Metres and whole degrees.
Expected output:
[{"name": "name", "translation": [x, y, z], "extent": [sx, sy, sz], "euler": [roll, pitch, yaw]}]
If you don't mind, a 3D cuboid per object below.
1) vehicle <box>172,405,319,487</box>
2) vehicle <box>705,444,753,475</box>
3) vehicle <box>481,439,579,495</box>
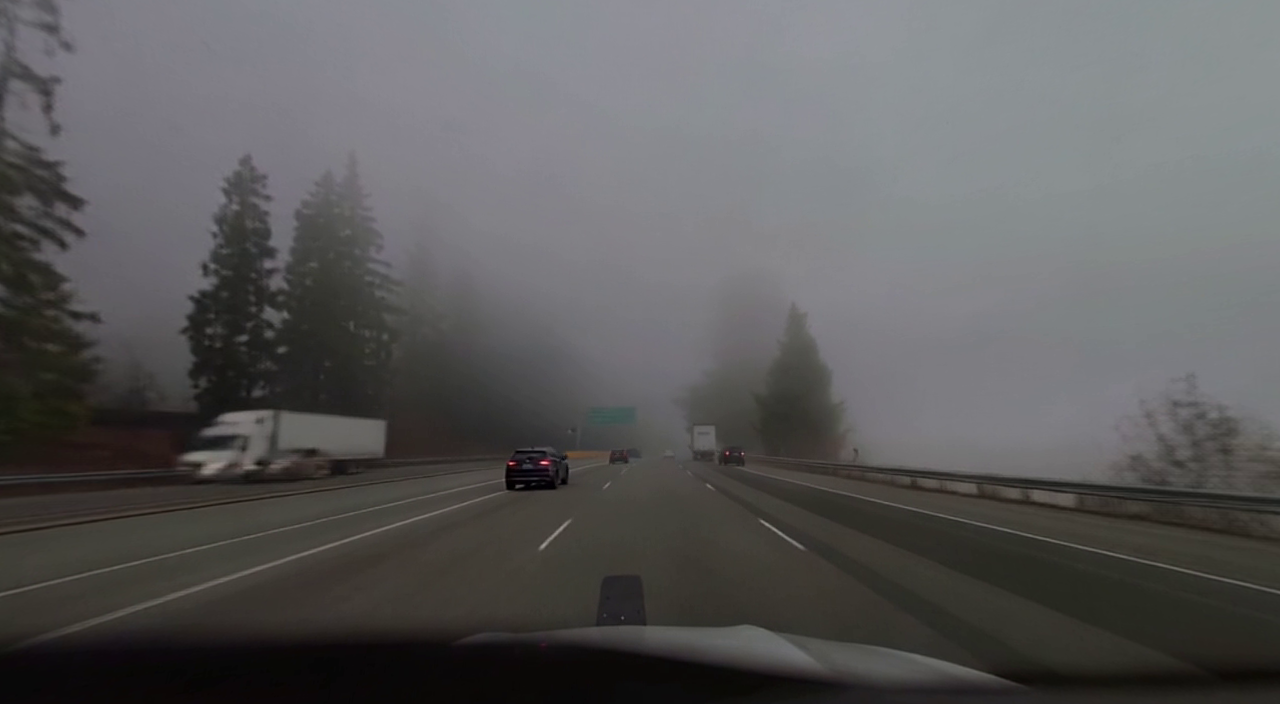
[{"name": "vehicle", "translation": [-18.817, 4.576, 30.600], "extent": [3.027, 3.574, 5.837], "euler": [0, -9, 2]}, {"name": "vehicle", "translation": [4.904, 5.974, 35.253], "extent": [2.176, 1.598, 3.878], "euler": [0, -9, 1]}, {"name": "vehicle", "translation": [-3.329, 3.613, 20.132], "extent": [2.085, 1.530, 4.809], "euler": [0, -9, 2]}]
